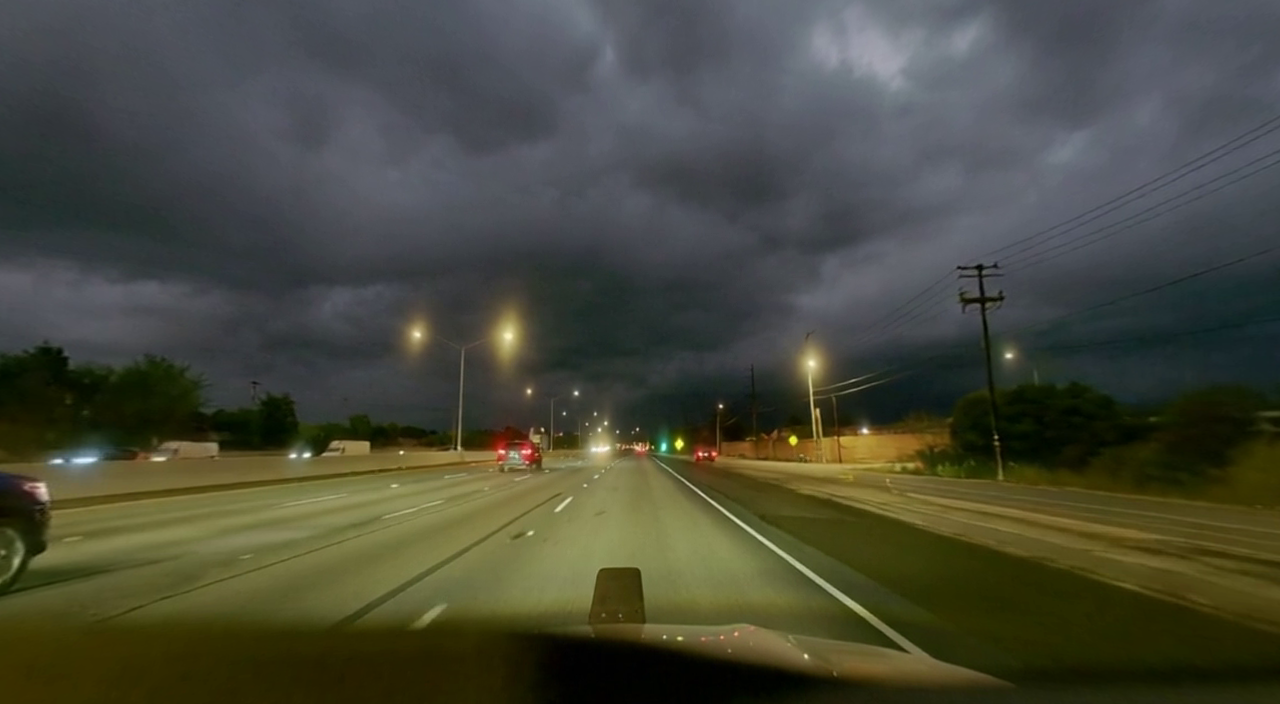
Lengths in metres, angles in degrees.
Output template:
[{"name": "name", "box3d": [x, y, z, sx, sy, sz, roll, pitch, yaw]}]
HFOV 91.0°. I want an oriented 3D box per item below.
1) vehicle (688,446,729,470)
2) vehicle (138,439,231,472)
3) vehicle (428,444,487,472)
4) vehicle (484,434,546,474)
[{"name": "vehicle", "box3d": [4.576, 7.132, 42.684, 2.251, 1.520, 4.550, 1, -9, -1]}, {"name": "vehicle", "box3d": [-29.512, 6.712, 41.016, 2.345, 1.950, 4.914, 1, -9, -1]}, {"name": "vehicle", "box3d": [-10.333, 6.050, 36.064, 2.042, 1.485, 4.395, 0, -9, 0]}, {"name": "vehicle", "box3d": [-6.518, 5.419, 33.497, 2.255, 1.934, 4.868, 1, -9, 0]}]
